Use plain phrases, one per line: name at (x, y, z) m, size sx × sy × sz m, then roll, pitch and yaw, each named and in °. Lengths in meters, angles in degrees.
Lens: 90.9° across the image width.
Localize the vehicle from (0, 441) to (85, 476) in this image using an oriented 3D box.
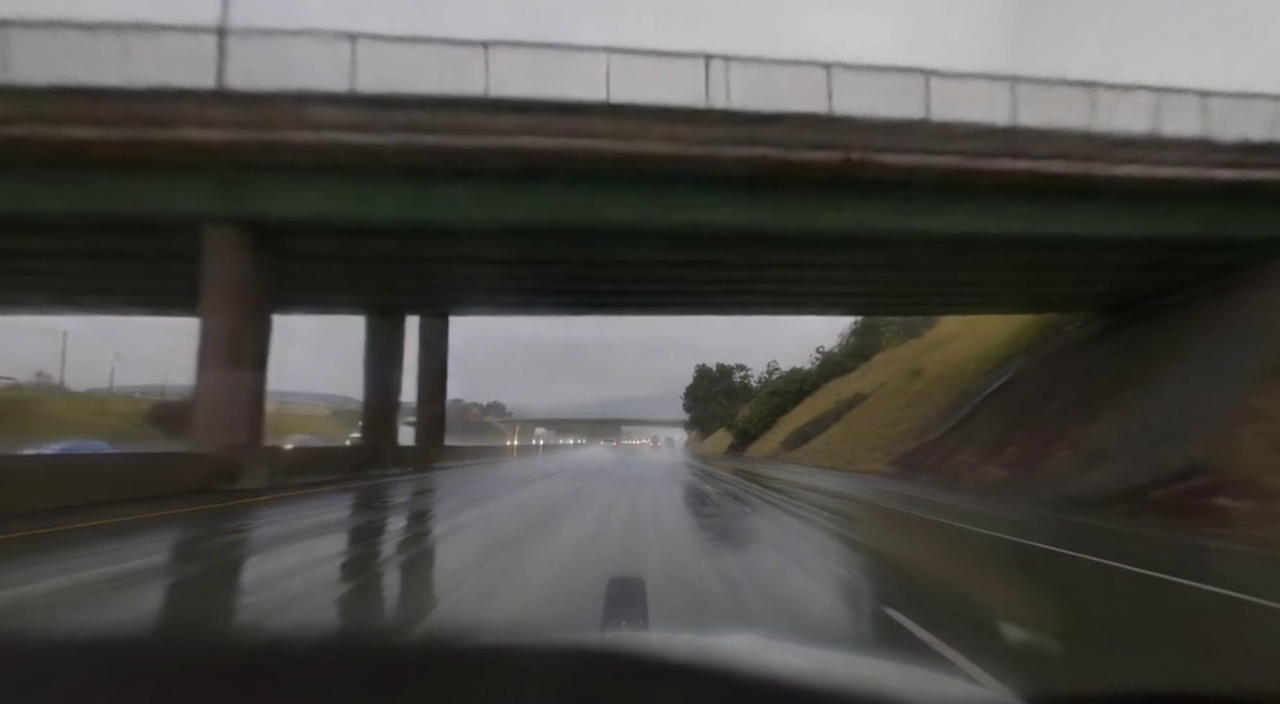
vehicle at (-28.250, 4.773, 28.528) m, size 1.861 × 1.478 × 4.806 m, roll 0°, pitch -9°, yaw 0°

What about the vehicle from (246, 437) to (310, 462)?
vehicle at (-28.055, 7.577, 49.052) m, size 1.986 × 1.769 × 4.812 m, roll 0°, pitch -9°, yaw 1°
